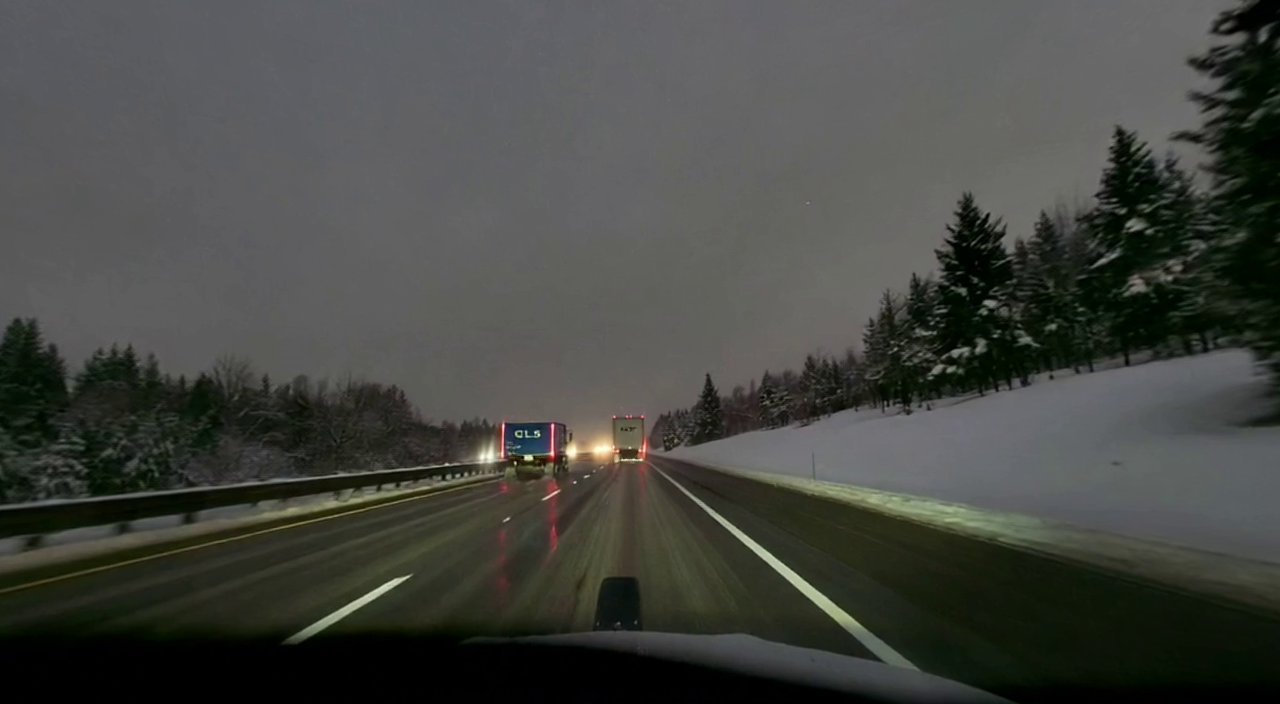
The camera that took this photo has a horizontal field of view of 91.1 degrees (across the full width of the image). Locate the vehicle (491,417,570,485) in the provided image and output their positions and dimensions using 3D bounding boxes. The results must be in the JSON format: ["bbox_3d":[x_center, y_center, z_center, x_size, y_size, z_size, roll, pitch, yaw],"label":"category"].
[{"bbox_3d":[-4.757,4.444,28.388,2.529,2.697,5.935,0,-9,0],"label":"vehicle"}]
